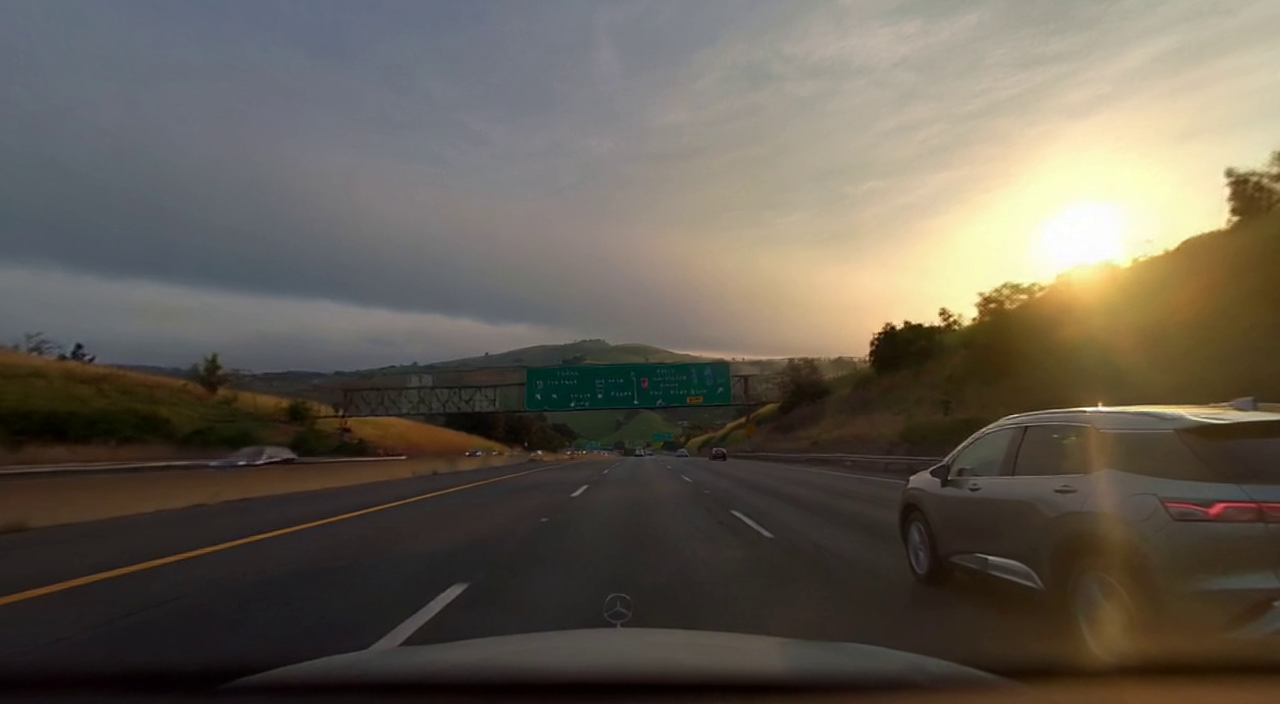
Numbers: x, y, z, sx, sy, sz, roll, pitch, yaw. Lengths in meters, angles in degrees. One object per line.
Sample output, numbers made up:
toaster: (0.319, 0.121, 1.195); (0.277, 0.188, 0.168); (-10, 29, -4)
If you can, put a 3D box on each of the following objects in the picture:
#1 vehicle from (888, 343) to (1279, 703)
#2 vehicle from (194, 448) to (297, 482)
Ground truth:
vehicle: (3.469, 1.102, 4.277); (1.784, 1.733, 4.141); (0, -9, -1)
vehicle: (-18.628, 5.328, 29.911); (1.984, 1.476, 4.457); (0, -9, 0)
